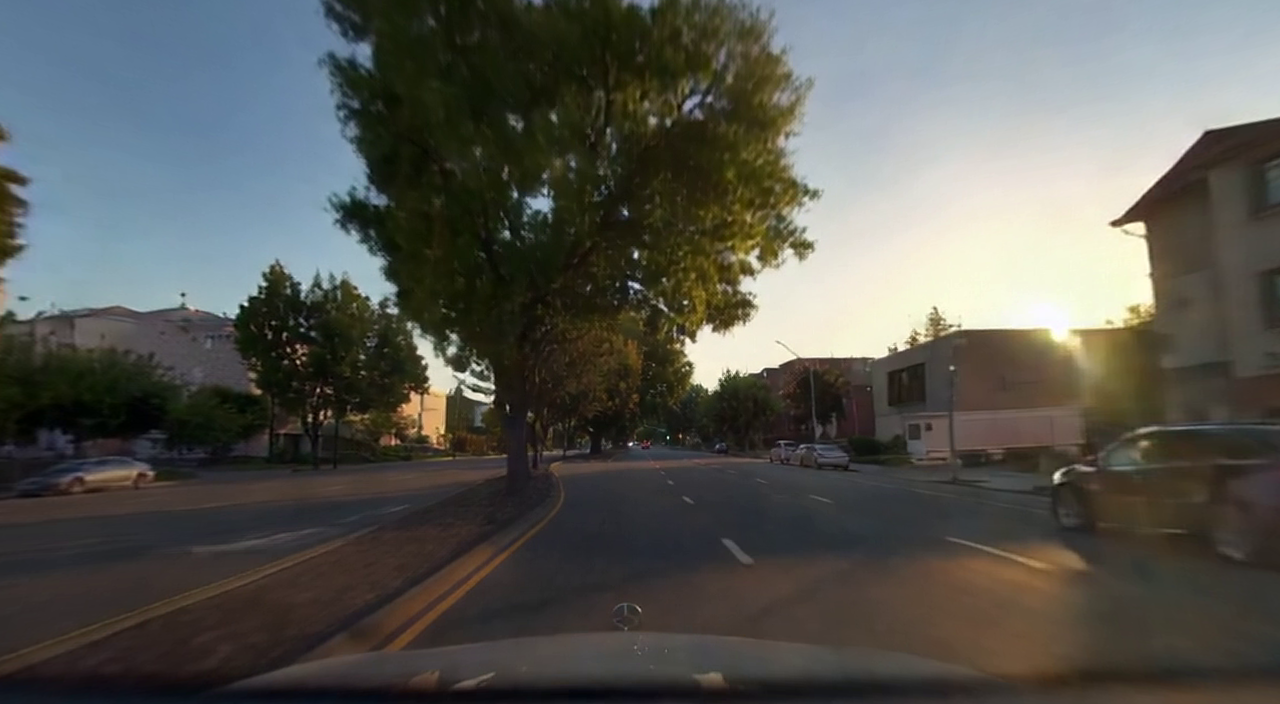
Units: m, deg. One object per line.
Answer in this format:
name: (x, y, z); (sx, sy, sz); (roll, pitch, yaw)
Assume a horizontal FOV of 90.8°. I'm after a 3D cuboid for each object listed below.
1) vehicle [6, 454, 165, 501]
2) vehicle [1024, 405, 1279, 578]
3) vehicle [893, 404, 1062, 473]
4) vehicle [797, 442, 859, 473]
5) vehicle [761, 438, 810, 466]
vehicle: (-20.609, 4.636, 23.818); (1.945, 1.469, 4.539); (-1, -8, -1)
vehicle: (7.052, 1.524, 7.329); (2.053, 1.628, 4.717); (0, -9, -2)
vehicle: (17.136, 4.457, 32.444); (6.927, 3.298, 2.751); (0, -8, 0)
vehicle: (10.294, 5.775, 34.835); (1.931, 1.565, 4.043); (1, -8, -4)
vehicle: (10.080, 6.958, 44.219); (2.092, 1.848, 4.879); (0, -9, -2)
